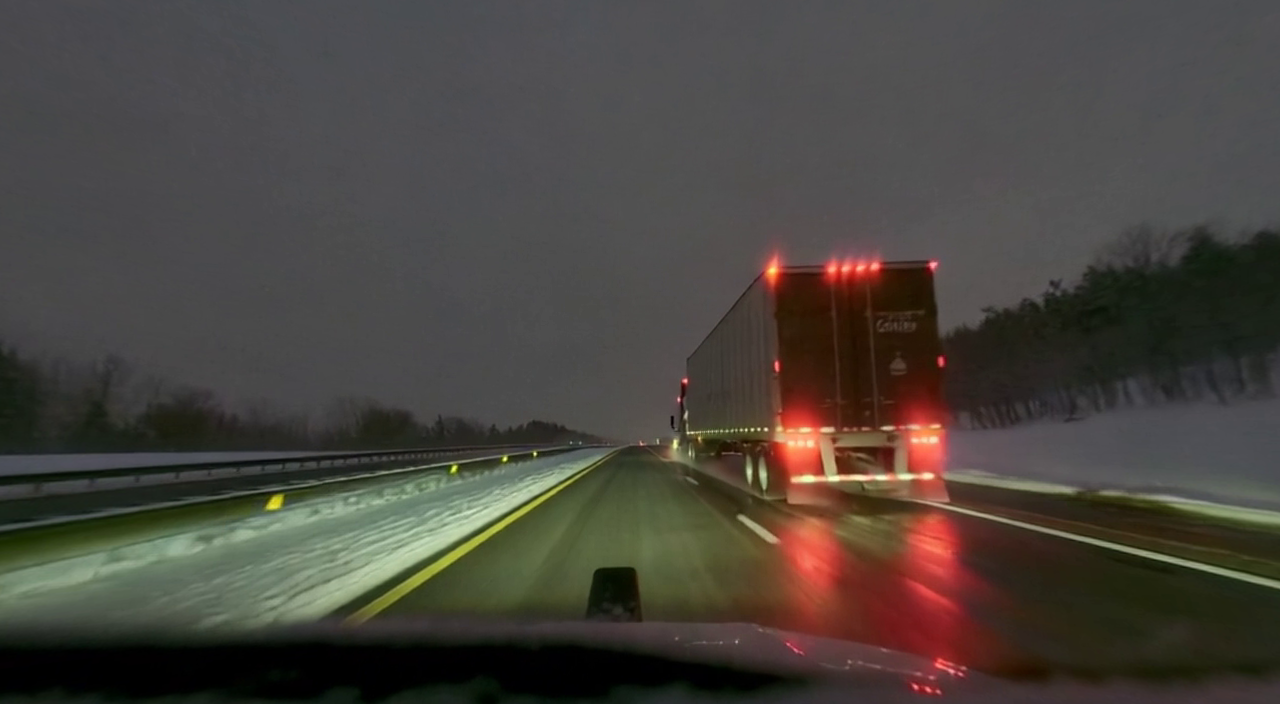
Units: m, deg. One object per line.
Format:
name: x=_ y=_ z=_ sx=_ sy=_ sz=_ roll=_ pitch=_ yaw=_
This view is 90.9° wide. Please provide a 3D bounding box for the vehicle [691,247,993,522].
vehicle: x=3.456 y=1.329 z=16.009 sx=2.924 sy=4.024 sz=13.639 roll=0 pitch=-8 yaw=-1
